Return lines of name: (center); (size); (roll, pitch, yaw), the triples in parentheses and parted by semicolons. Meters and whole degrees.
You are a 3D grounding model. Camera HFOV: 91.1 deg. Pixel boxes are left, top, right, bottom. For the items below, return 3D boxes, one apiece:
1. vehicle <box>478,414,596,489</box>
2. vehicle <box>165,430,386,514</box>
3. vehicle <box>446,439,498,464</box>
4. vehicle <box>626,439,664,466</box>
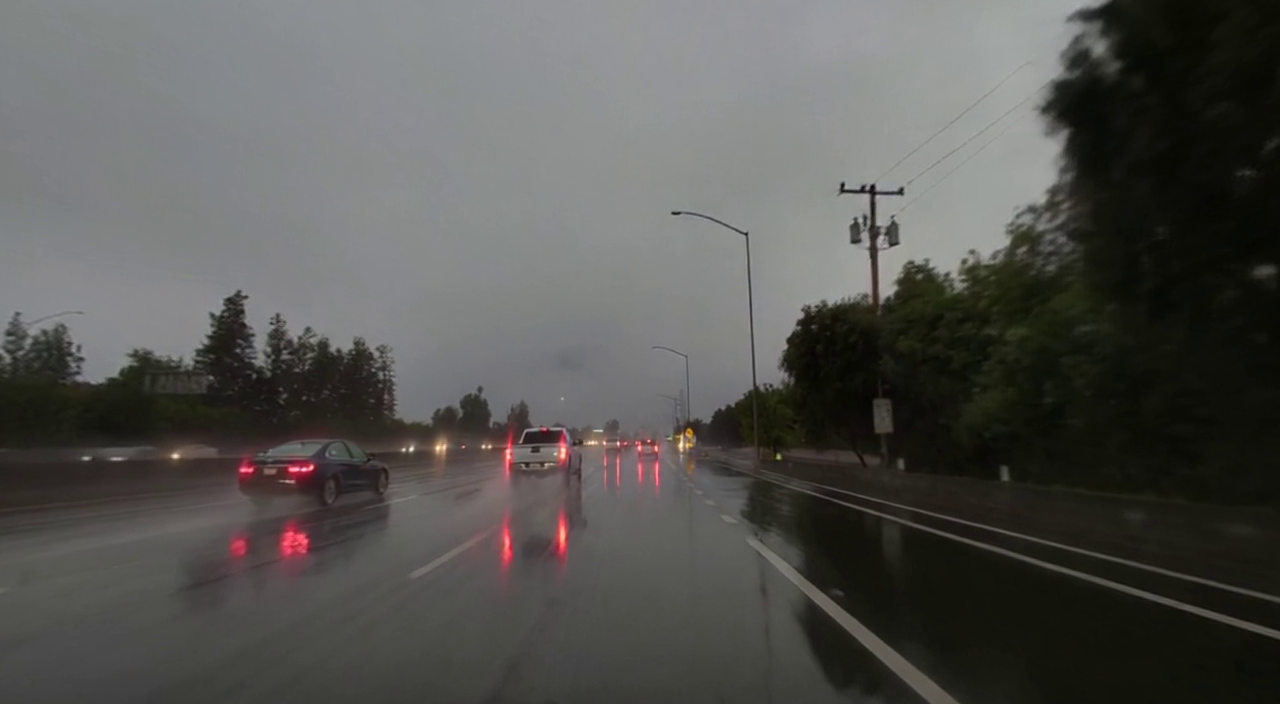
vehicle: (-3.129, 3.292, 21.010); (2.815, 2.092, 6.526); (0, -8, 1)
vehicle: (-7.390, 2.459, 13.405); (1.964, 1.481, 4.425); (0, -8, 1)
vehicle: (-10.453, 6.192, 39.374); (1.915, 1.472, 4.502); (0, -8, 2)
vehicle: (0.314, 5.714, 35.836); (2.013, 1.444, 4.447); (0, -8, 1)
